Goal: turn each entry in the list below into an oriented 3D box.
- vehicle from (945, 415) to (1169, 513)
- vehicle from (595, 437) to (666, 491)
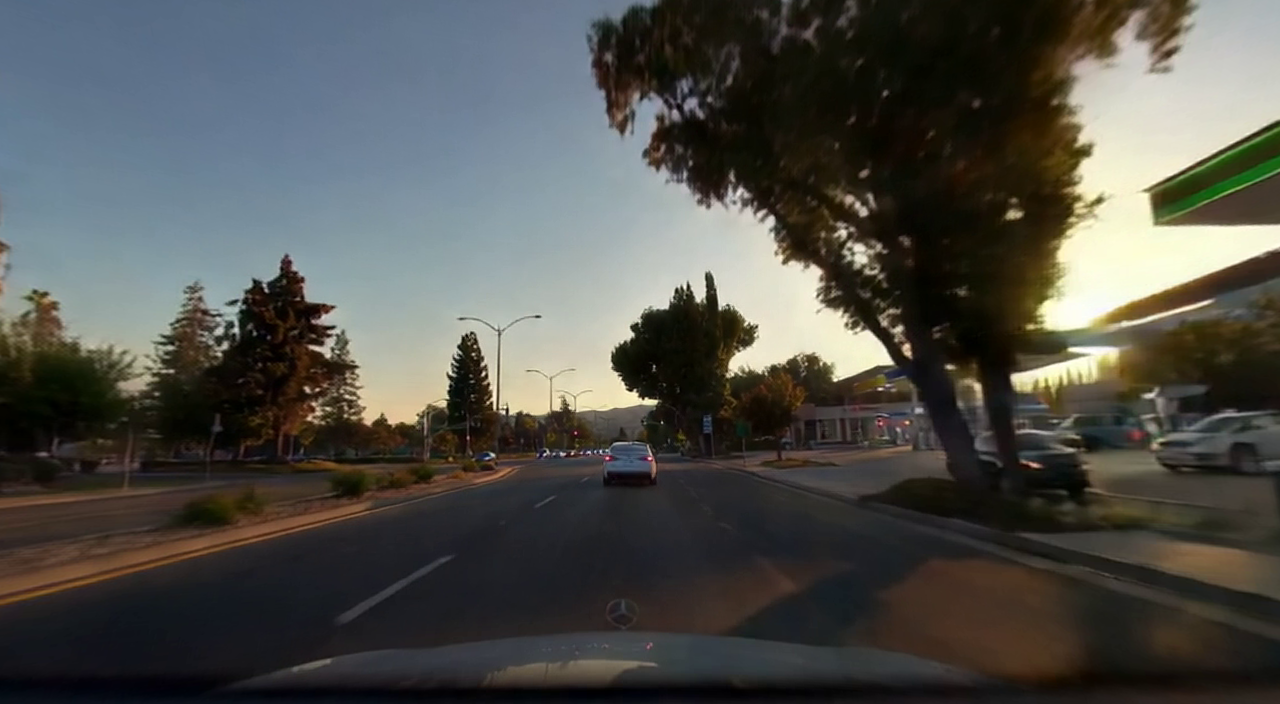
[{"bbox_3d":[9.271,2.529,14.662,2.083,1.882,4.674,0,-9,2],"label":"vehicle"},{"bbox_3d":[-0.266,3.579,20.448,2.062,1.519,4.214,0,-9,0],"label":"vehicle"}]
